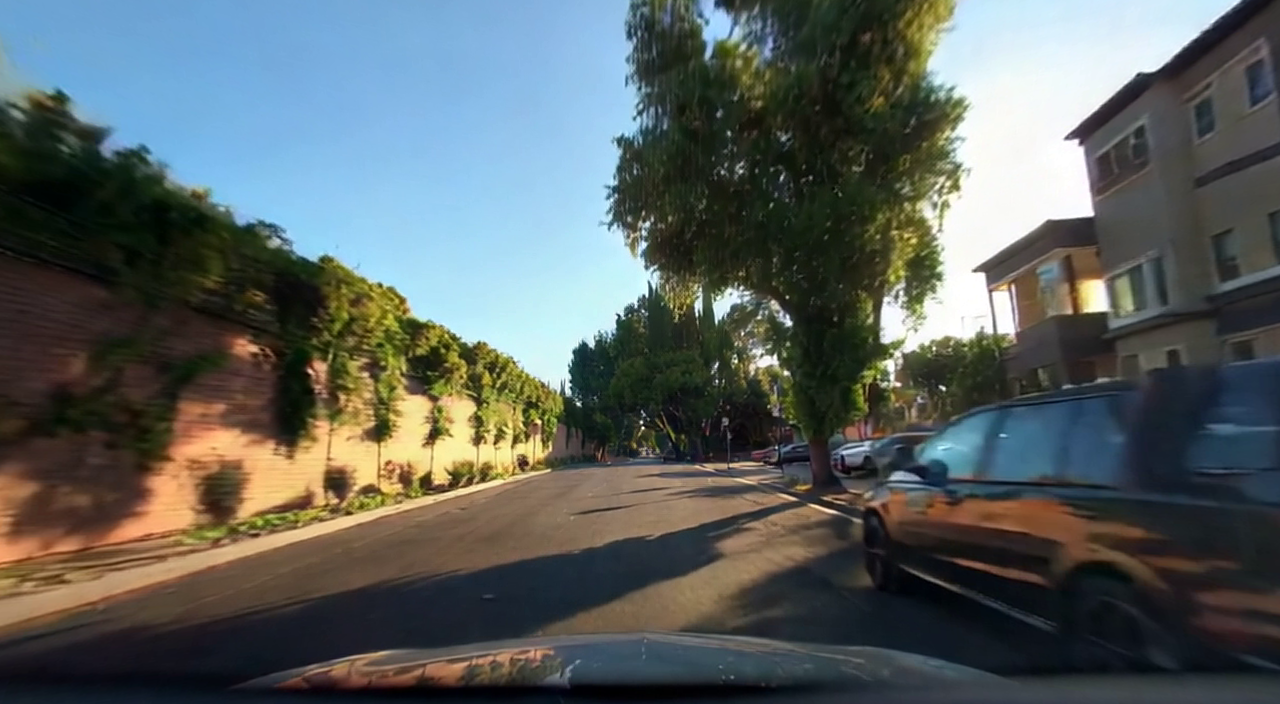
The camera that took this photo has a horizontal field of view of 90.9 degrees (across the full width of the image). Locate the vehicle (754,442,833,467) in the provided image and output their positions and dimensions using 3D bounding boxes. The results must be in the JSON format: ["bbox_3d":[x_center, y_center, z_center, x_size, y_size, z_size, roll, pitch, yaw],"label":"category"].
[{"bbox_3d":[9.597,6.454,39.666,4.309,1.442,2.145,-1,-10,-2],"label":"vehicle"}]

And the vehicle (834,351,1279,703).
[{"bbox_3d":[3.403,1.089,4.105,2.161,1.622,6.732,0,-8,0],"label":"vehicle"}]
